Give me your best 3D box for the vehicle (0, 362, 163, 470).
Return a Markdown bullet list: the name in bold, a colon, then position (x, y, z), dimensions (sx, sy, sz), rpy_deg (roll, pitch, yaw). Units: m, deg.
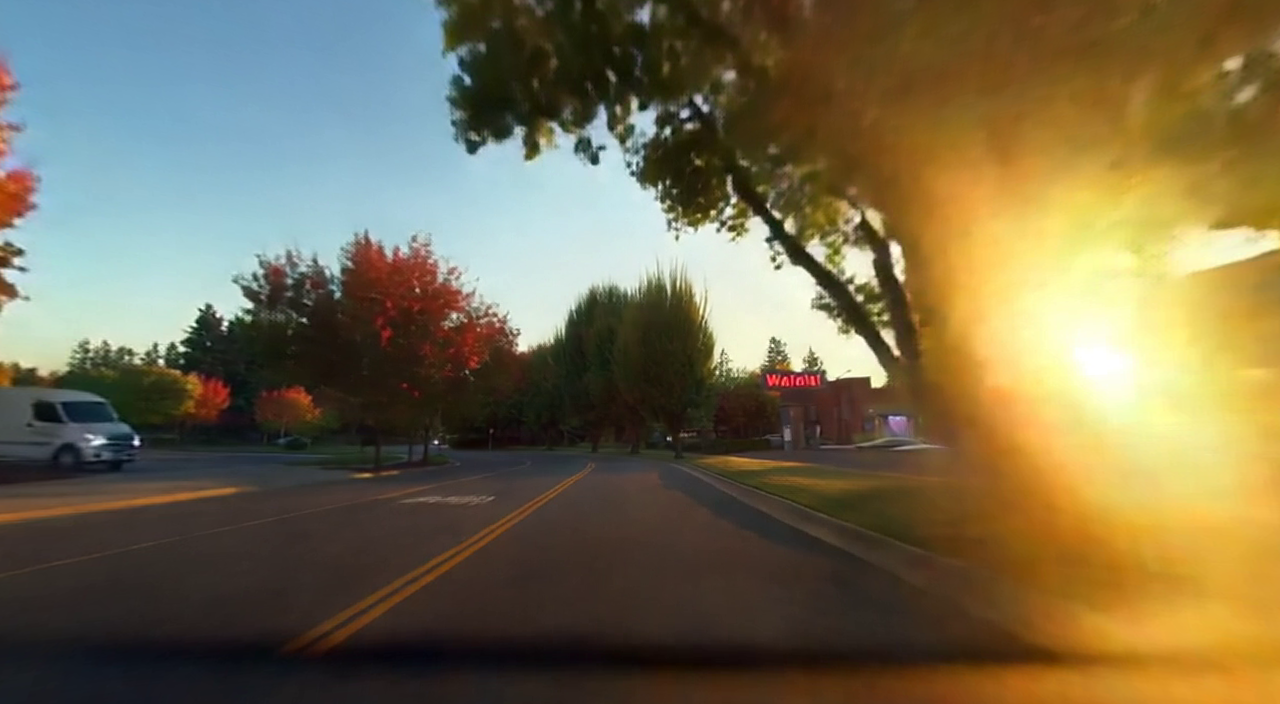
- **vehicle**: position (-19.886, 2.110, 20.477), dimensions (6.595, 3.267, 2.535), rpy_deg (0, -8, 0)
